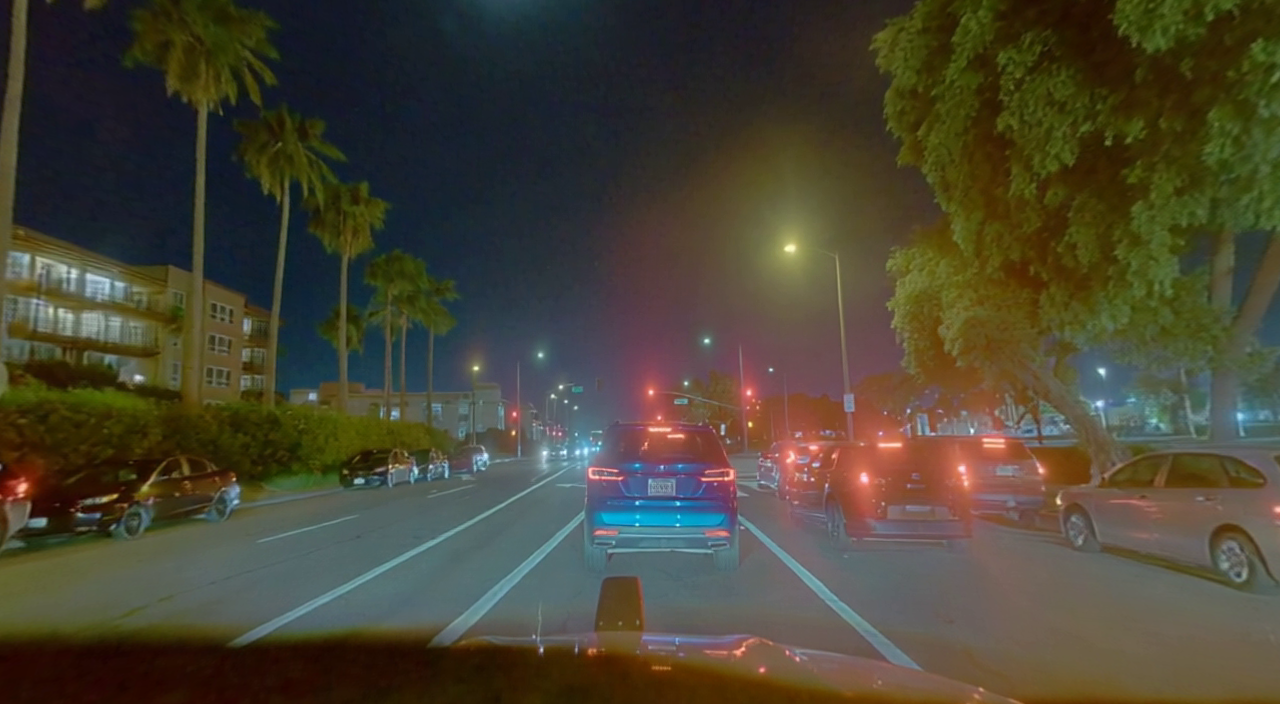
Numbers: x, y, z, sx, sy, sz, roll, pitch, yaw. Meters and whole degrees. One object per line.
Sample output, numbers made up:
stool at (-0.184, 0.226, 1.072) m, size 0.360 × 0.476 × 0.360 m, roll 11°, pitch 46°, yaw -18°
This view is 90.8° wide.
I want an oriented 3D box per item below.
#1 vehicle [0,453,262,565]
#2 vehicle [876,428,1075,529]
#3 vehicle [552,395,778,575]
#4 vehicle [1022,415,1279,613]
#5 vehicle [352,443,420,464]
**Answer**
vehicle at (-9.556, 2.787, 11.904) m, size 2.054 × 1.467 × 4.595 m, roll -4°, pitch -8°, yaw 0°
vehicle at (6.675, 2.529, 13.237) m, size 1.930 × 1.736 × 4.329 m, roll -1°, pitch -8°, yaw 3°
vehicle at (0.266, 1.653, 8.564) m, size 2.264 × 1.798 × 4.258 m, roll 0°, pitch -8°, yaw 1°
vehicle at (6.446, 1.601, 6.927) m, size 1.935 × 1.672 × 4.139 m, roll 0°, pitch -8°, yaw 1°
vehicle at (-18.716, 7.496, 46.651) m, size 1.759 × 1.457 × 4.297 m, roll -7°, pitch -11°, yaw 38°
